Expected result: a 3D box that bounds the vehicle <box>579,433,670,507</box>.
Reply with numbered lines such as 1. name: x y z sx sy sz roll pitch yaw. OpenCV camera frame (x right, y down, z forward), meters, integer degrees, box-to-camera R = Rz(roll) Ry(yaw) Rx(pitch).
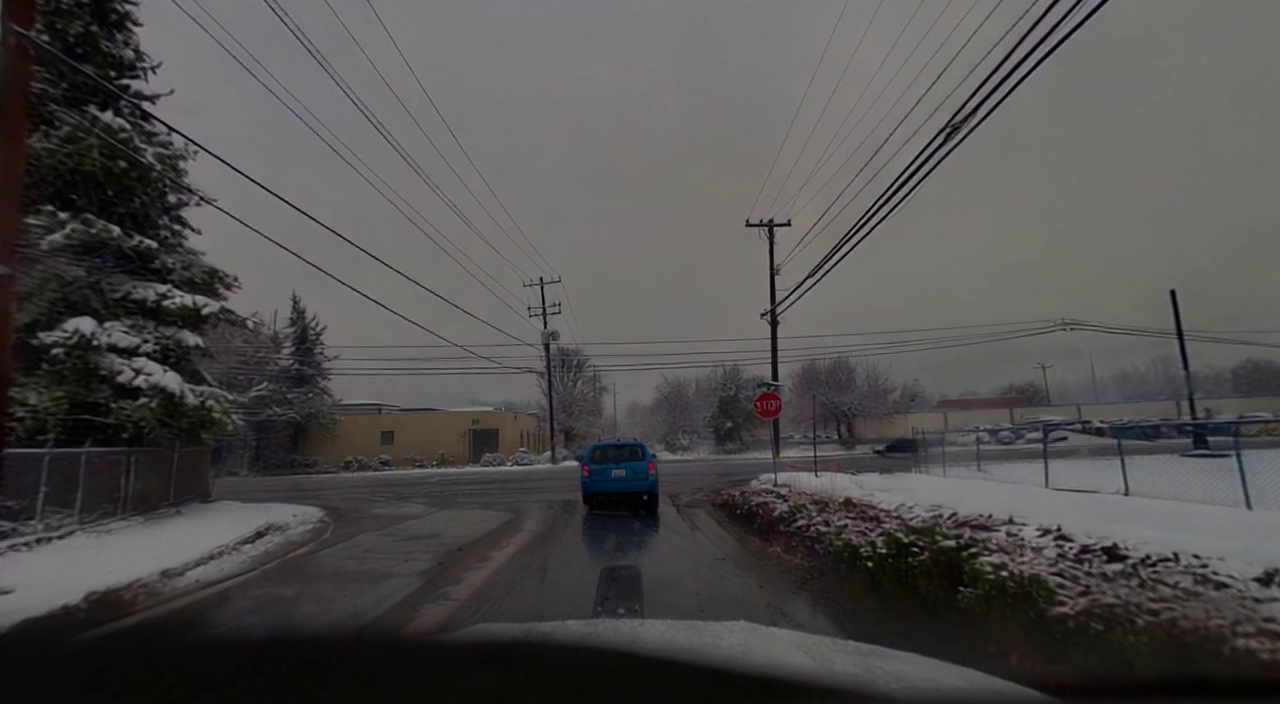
1. vehicle: -0.490 3.084 16.972 2.137 1.698 4.166 0 -8 -4
